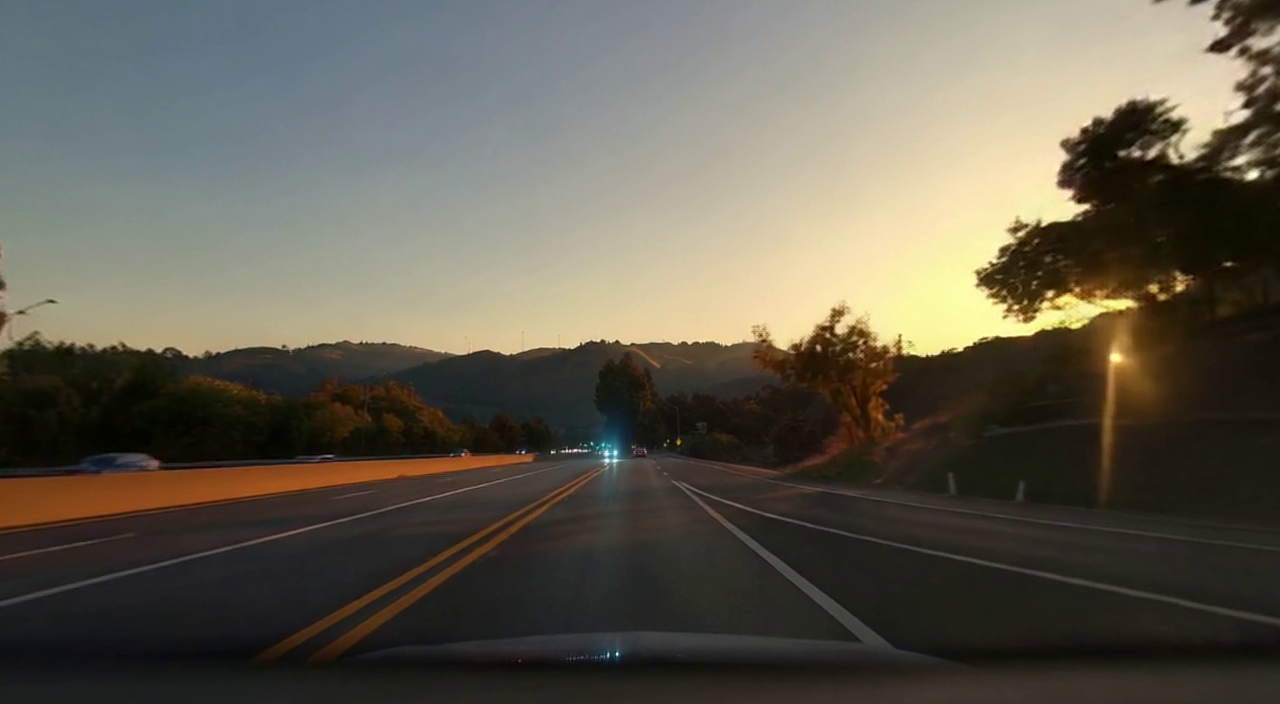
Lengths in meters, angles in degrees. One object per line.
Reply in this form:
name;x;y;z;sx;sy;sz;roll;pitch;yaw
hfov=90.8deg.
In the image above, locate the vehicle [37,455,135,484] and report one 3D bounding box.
vehicle;-29.555;6.244;33.821;1.729;1.394;3.877;0;-8;0
